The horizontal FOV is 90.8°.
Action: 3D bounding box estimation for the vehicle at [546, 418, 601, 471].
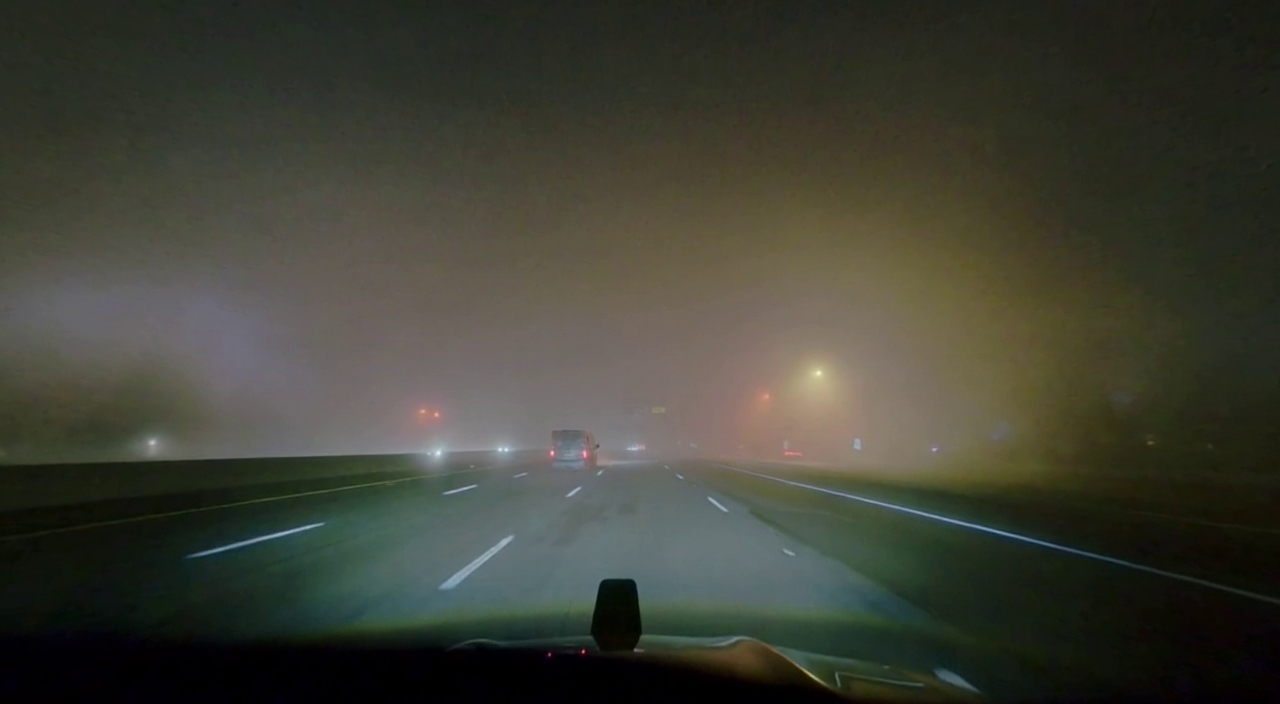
[{"bbox_3d":[-3.966,5.763,39.303,2.881,2.937,7.045,0,-9,-2],"label":"vehicle"}]
